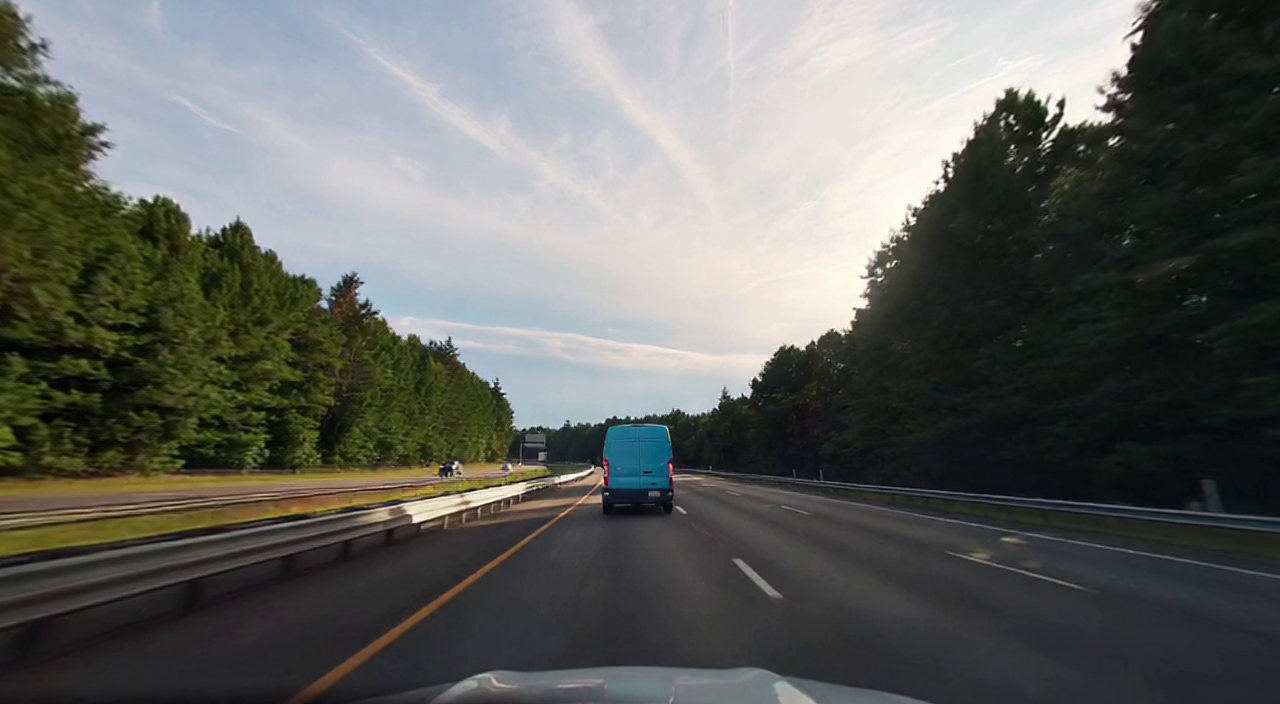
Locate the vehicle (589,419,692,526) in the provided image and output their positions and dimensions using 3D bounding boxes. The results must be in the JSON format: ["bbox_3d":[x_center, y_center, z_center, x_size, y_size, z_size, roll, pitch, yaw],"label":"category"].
[{"bbox_3d":[-0.094,3.338,17.665,2.375,2.432,6.161,1,-10,-2],"label":"vehicle"}]
